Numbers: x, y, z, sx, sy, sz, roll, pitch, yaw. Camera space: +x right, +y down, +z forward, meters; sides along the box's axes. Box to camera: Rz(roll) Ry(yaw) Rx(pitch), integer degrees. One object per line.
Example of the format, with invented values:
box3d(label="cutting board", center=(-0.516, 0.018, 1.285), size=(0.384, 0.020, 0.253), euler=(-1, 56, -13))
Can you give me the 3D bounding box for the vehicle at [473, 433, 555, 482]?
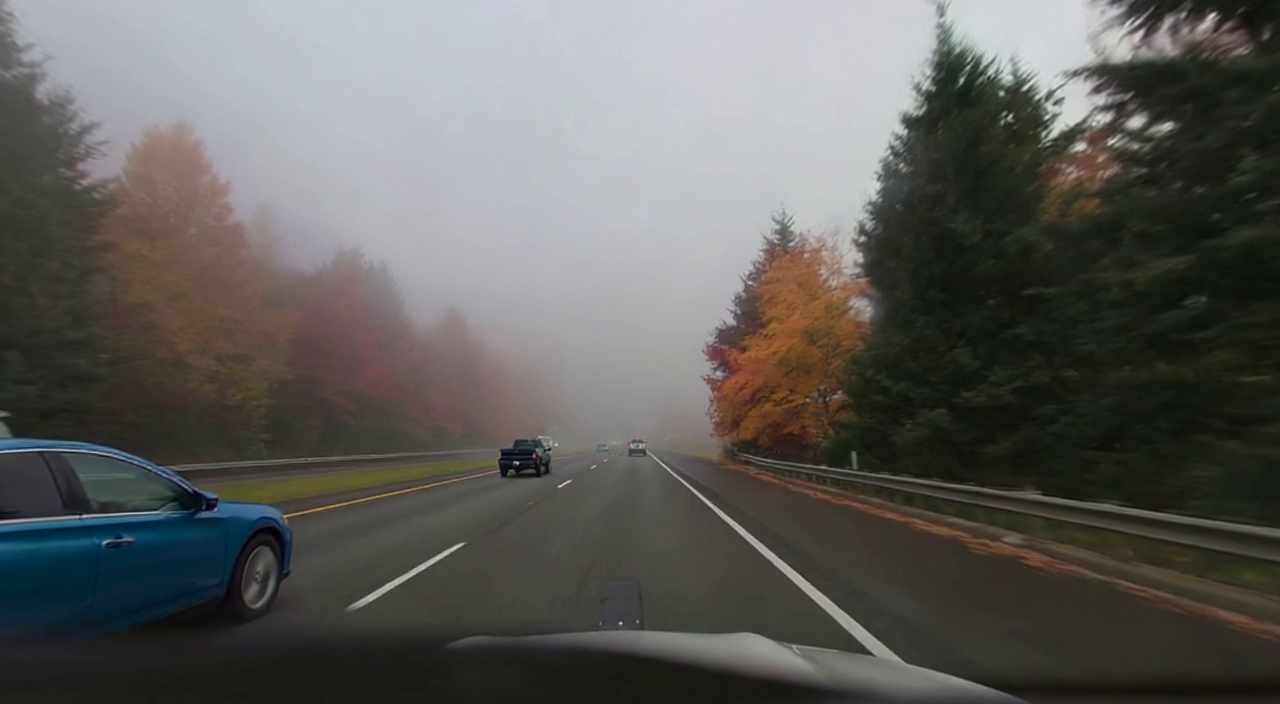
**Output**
box3d(label="vehicle", center=(-4.332, 3.712, 22.376), size=(2.002, 1.553, 4.247), euler=(0, -8, 1))
